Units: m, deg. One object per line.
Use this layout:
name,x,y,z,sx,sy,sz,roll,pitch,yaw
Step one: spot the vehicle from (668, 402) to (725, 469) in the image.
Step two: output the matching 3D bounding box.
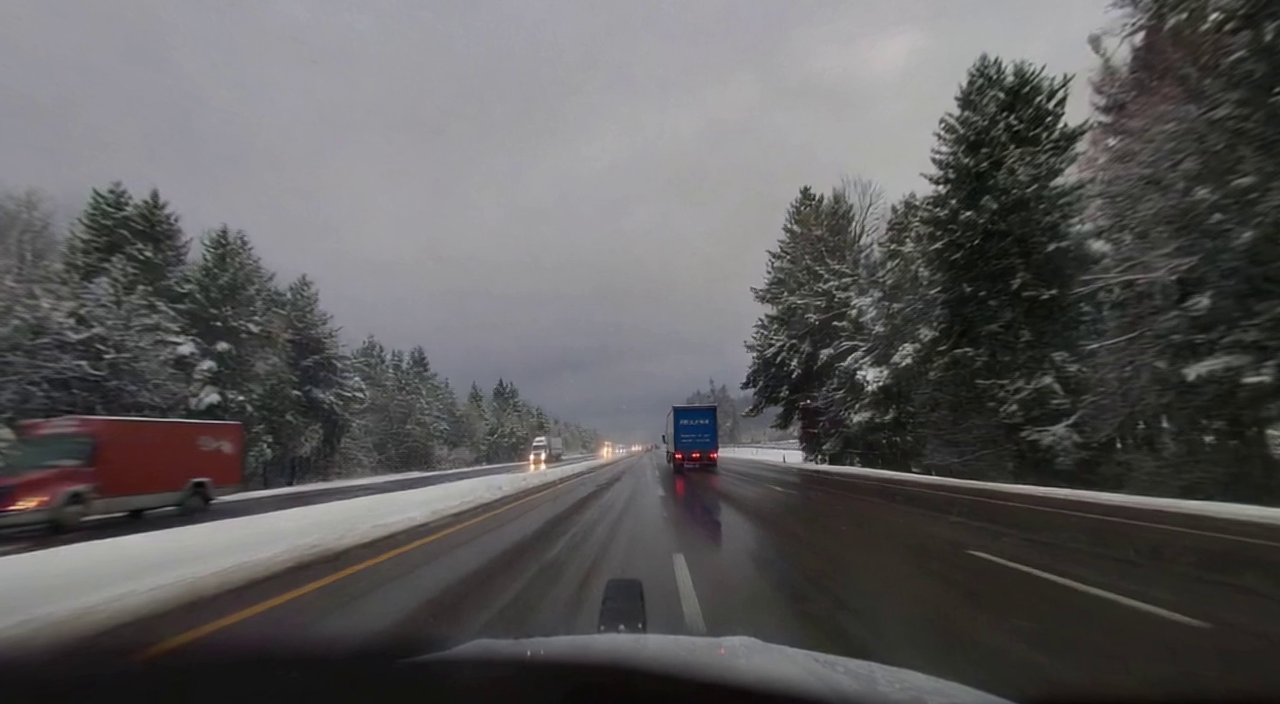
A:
vehicle,3.859,6.246,46.466,3.341,4.269,12.252,0,-9,1

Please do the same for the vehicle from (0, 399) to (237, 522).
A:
vehicle,-17.244,3.390,19.957,2.865,3.040,8.800,-1,-9,2
